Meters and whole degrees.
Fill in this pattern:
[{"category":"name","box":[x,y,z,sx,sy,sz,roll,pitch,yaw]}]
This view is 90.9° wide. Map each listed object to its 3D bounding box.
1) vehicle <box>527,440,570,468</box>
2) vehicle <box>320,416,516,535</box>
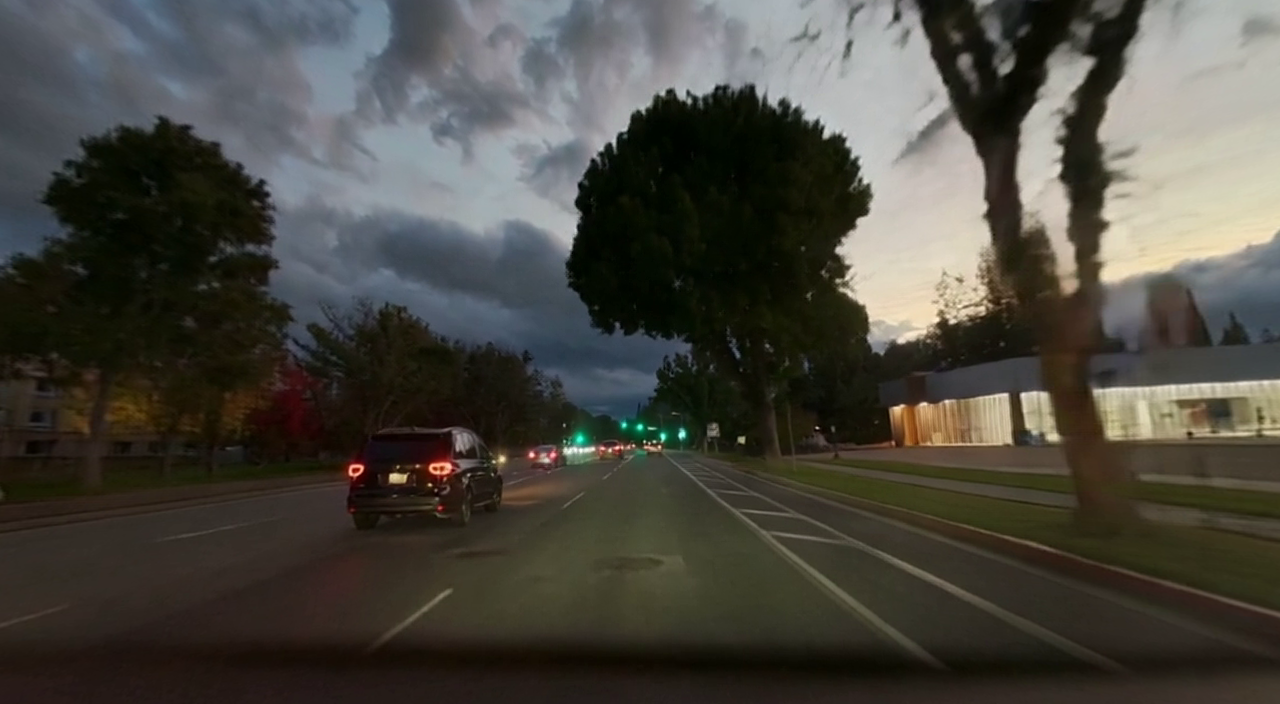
[{"category":"vehicle","box":[-5.874,6.619,41.059,1.985,1.708,4.310,-1,-8,2]},{"category":"vehicle","box":[-3.792,2.179,11.772,2.123,1.761,4.322,-1,-8,-1]}]
